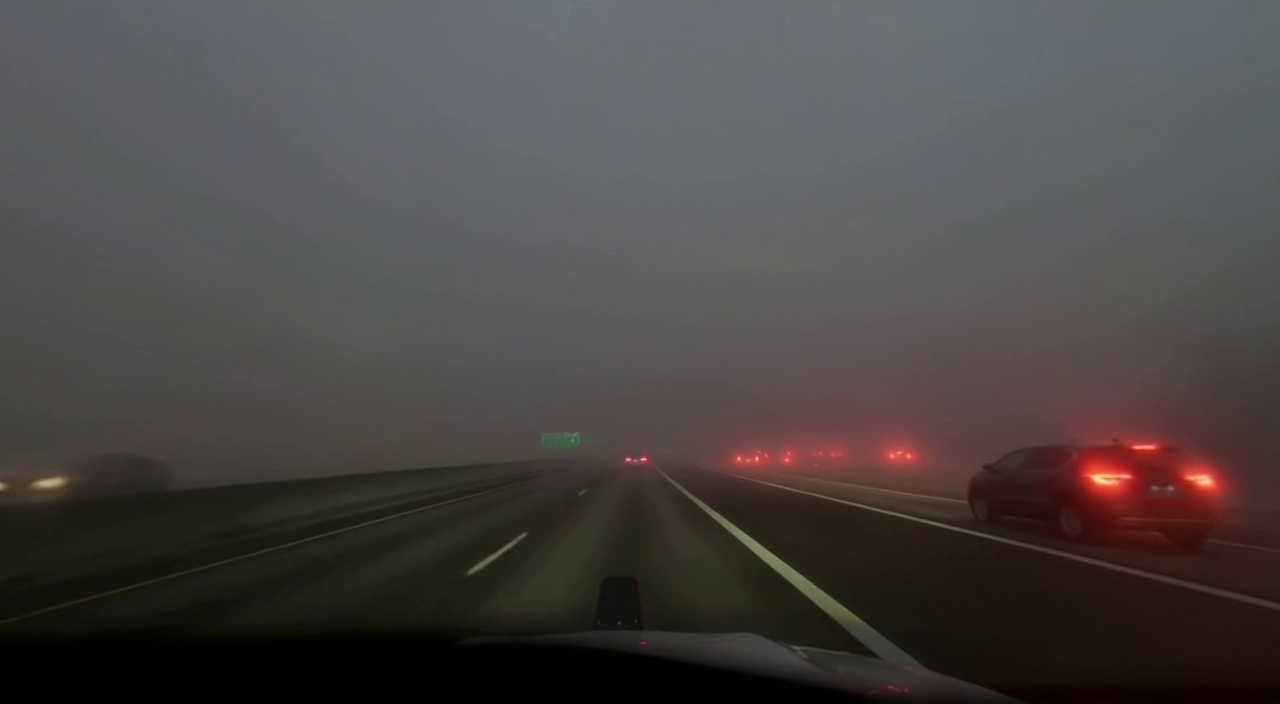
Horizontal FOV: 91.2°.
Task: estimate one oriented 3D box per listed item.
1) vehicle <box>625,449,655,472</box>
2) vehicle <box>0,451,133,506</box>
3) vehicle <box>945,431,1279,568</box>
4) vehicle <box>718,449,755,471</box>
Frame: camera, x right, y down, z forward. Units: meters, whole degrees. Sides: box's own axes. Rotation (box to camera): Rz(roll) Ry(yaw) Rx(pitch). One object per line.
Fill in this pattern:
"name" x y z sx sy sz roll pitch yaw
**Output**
"vehicle" 0.009 7.844 45.406 2.025 1.526 4.181 0 -9 0
"vehicle" -19.332 4.065 20.539 1.877 1.572 4.091 -1 -9 1
"vehicle" 6.819 2.040 9.485 2.008 1.533 4.592 0 -9 -1
"vehicle" 6.854 7.697 44.717 1.941 1.485 3.701 0 -9 -1
